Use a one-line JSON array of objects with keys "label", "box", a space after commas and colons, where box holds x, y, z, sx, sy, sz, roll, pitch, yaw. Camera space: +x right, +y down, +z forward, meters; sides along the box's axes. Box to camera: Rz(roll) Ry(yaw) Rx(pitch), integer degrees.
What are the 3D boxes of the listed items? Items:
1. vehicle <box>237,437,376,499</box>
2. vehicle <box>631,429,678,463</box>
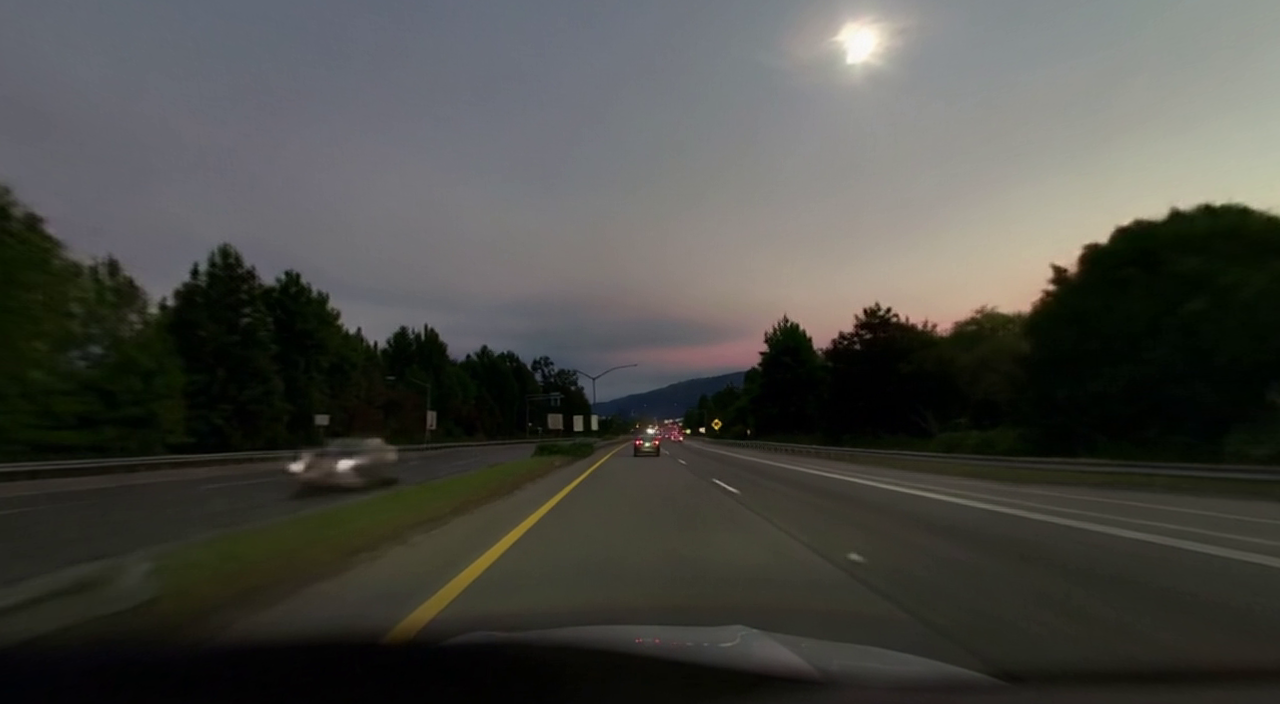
[{"label": "vehicle", "box": [-8.718, 3.013, 16.823, 1.845, 1.478, 3.431, 0, -8, -1]}, {"label": "vehicle", "box": [0.598, 4.433, 29.842, 2.046, 1.526, 3.903, 0, -8, -1]}]
